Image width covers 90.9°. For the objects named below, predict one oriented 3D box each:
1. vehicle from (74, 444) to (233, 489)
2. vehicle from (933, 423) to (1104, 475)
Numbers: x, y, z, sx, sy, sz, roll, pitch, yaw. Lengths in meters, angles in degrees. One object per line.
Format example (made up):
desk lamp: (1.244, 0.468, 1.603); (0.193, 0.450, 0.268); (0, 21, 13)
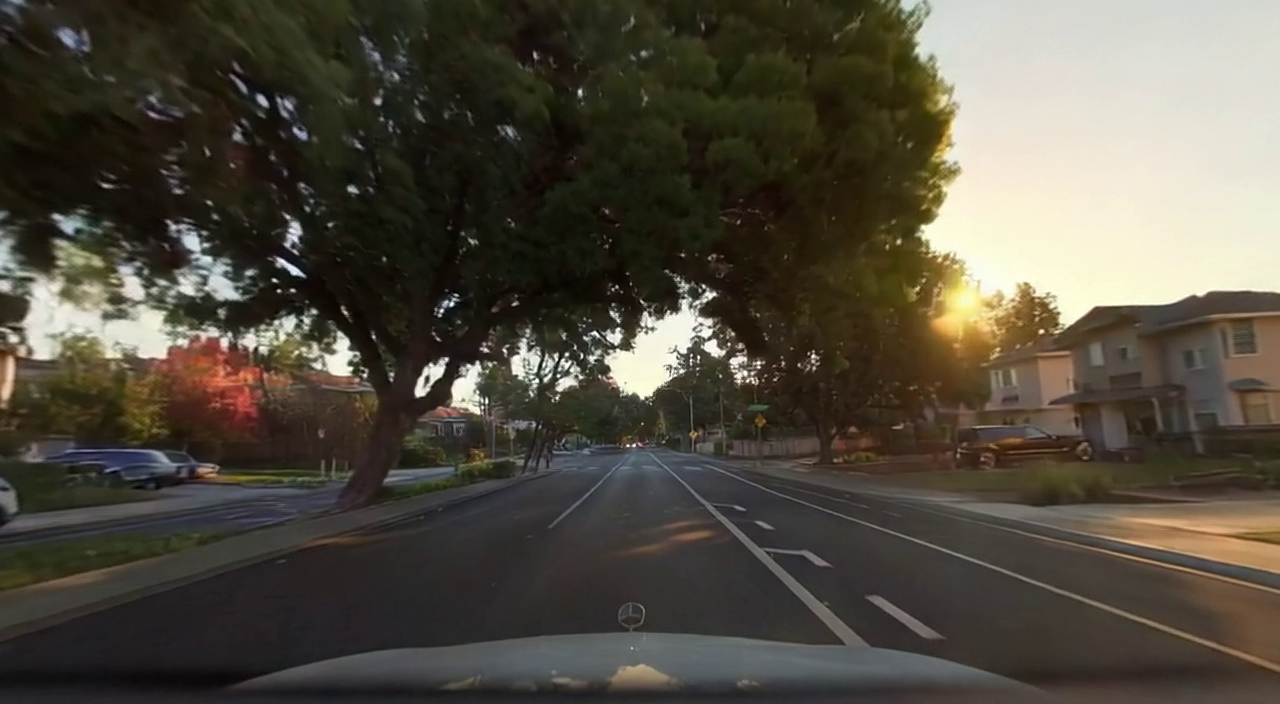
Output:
vehicle: (-19.096, 4.482, 24.883); (4.573, 1.643, 2.158); (-2, -8, 5)
vehicle: (13.674, 3.494, 23.146); (4.907, 1.693, 2.081); (-1, -7, 13)
